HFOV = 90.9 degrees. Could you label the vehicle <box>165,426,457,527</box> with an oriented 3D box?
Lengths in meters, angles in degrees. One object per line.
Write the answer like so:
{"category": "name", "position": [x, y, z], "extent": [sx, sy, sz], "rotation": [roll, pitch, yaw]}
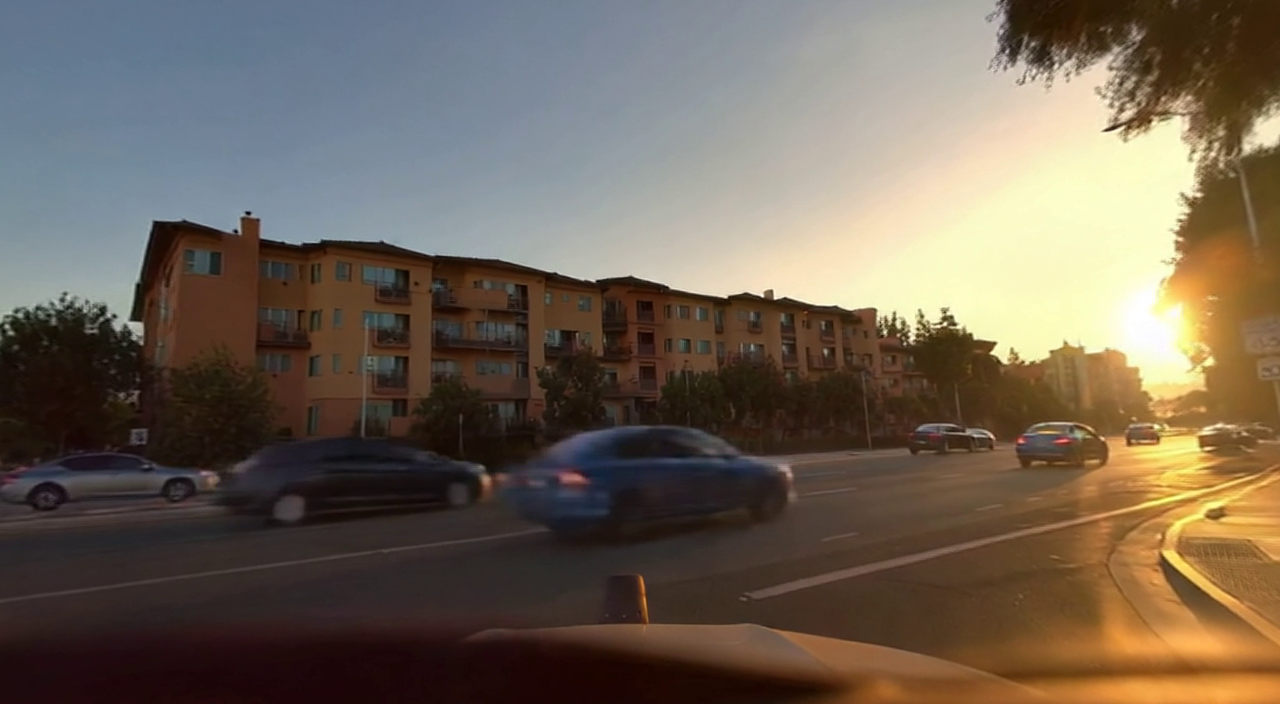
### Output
{"category": "vehicle", "position": [-6.496, 2.416, 12.870], "extent": [4.846, 1.662, 1.989], "rotation": [7, -11, -40]}

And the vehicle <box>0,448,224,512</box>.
{"category": "vehicle", "position": [-13.600, 3.254, 16.423], "extent": [4.289, 1.415, 1.774], "rotation": [7, -13, -41]}

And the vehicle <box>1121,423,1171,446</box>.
{"category": "vehicle", "position": [38.622, 6.339, 48.095], "extent": [4.683, 1.678, 1.981], "rotation": [7, -11, -40]}

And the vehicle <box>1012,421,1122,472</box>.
{"category": "vehicle", "position": [15.312, 3.361, 22.549], "extent": [4.438, 1.625, 2.033], "rotation": [7, -11, -40]}

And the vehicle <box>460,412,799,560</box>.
{"category": "vehicle", "position": [0.037, 1.855, 9.559], "extent": [4.783, 1.652, 2.199], "rotation": [7, -11, -41]}

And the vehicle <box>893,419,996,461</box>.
{"category": "vehicle", "position": [15.303, 4.401, 31.546], "extent": [5.994, 1.898, 2.264], "rotation": [7, -11, -40]}
